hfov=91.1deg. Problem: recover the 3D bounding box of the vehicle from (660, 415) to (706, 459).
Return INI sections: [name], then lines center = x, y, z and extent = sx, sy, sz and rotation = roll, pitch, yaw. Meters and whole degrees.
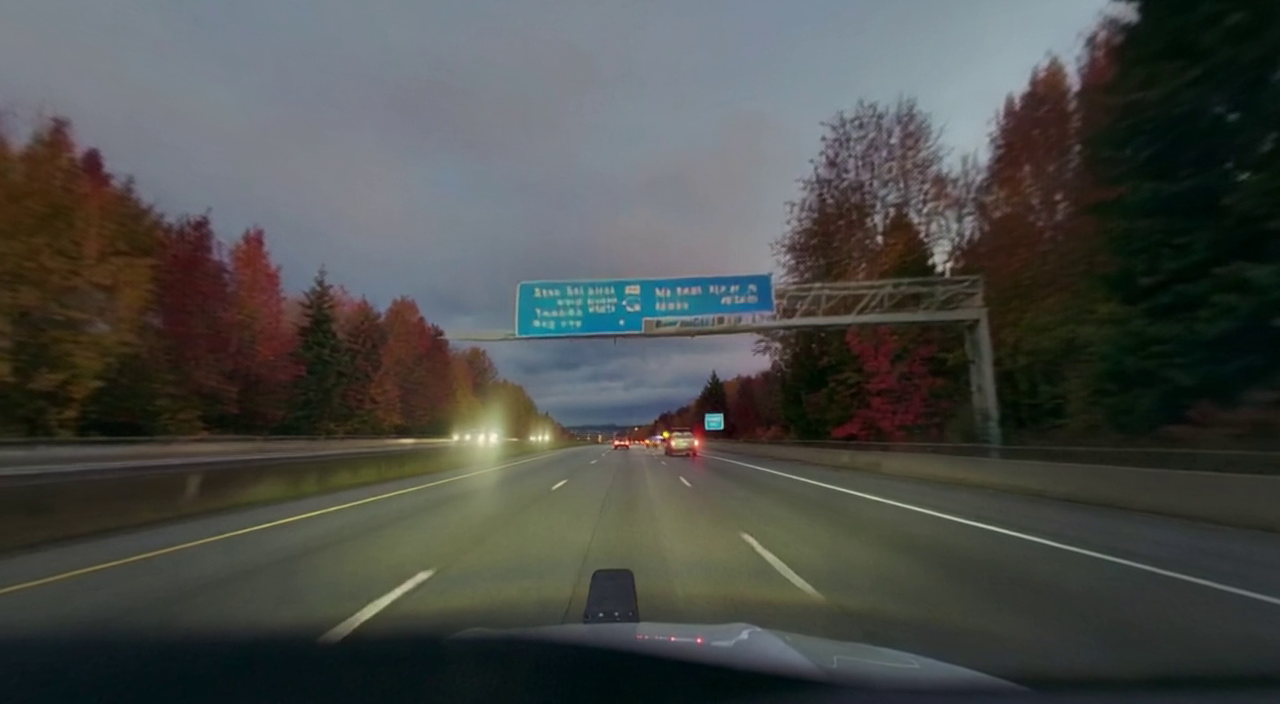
[vehicle]
center = 2.655, 5.469, 40.579
extent = 2.411, 2.614, 5.781
rotation = 0, -8, -1
